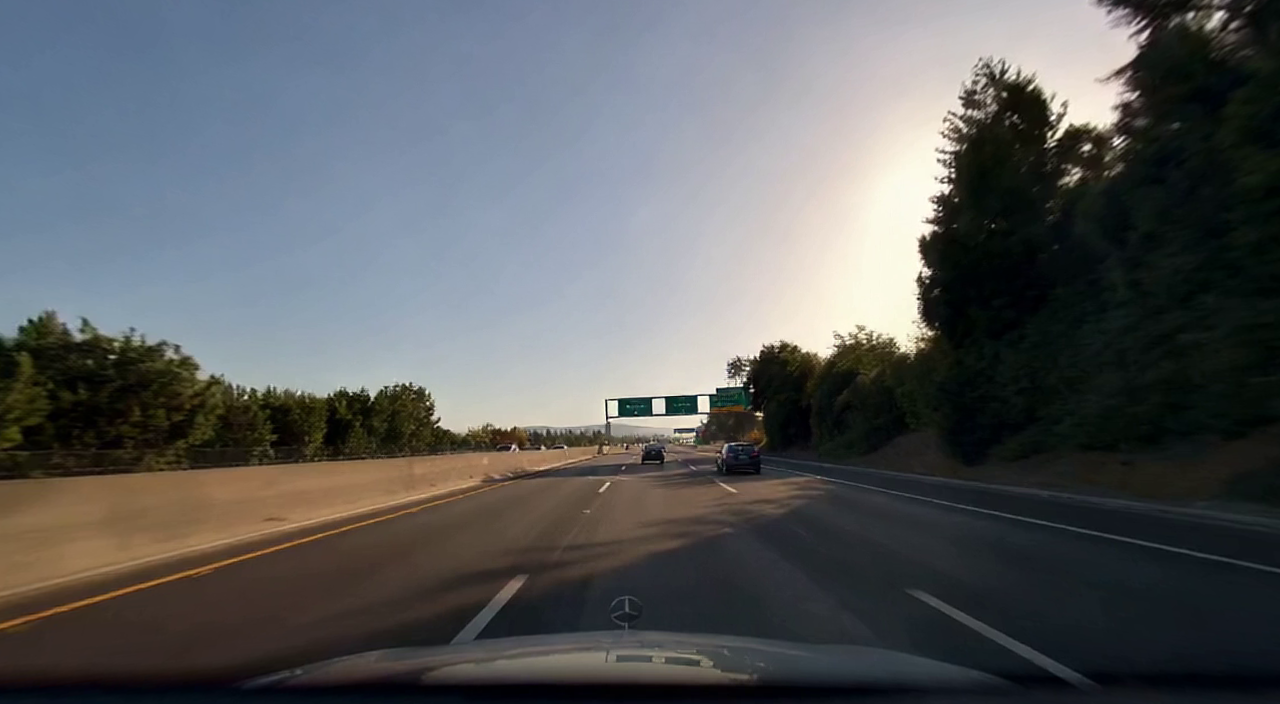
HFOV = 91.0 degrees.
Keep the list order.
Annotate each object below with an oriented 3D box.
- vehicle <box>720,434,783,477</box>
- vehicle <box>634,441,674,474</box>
[{"bbox_3d":[4.309,4.057,24.941,1.770,1.566,4.282,0,-8,0],"label":"vehicle"},{"bbox_3d":[0.615,4.725,28.424,1.683,1.400,3.868,0,-8,1],"label":"vehicle"}]
